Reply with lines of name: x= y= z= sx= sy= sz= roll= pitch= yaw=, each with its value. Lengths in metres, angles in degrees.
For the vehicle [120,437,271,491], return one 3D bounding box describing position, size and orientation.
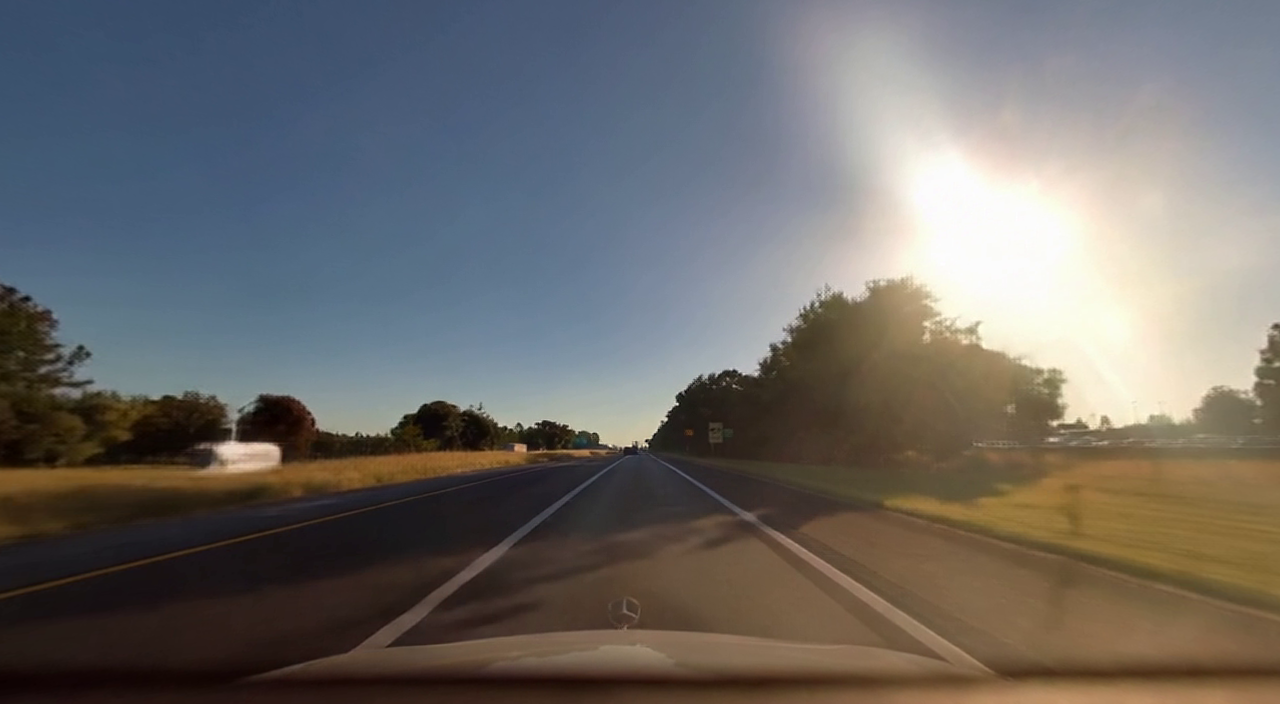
vehicle: x=-19.932 y=5.032 z=28.748 sx=2.446 sy=2.197 sz=5.935 roll=0 pitch=-9 yaw=1
